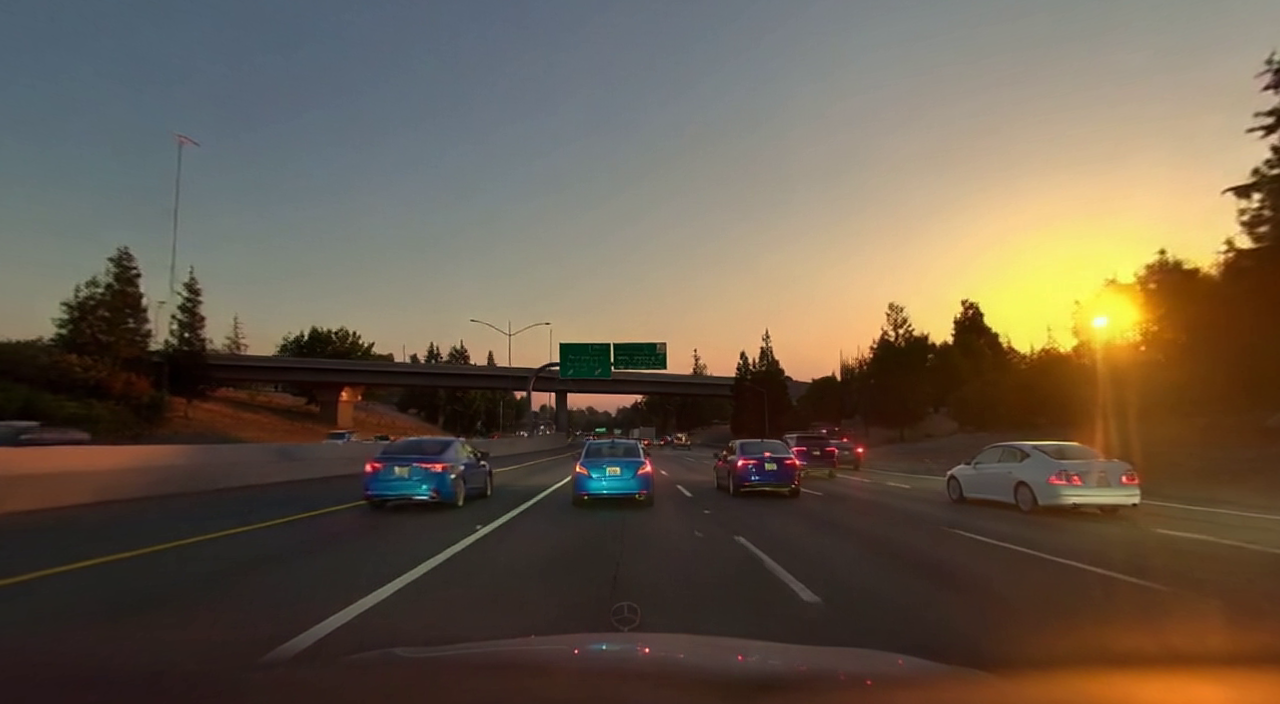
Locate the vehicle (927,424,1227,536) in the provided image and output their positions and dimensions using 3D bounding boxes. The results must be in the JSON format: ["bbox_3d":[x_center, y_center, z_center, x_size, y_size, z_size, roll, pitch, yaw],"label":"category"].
[{"bbox_3d":[7.640,2.277,11.819,2.106,1.641,4.671,1,-9,-3],"label":"vehicle"}]

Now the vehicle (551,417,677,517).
[{"bbox_3d":[-0.486,2.316,13.042,2.181,1.728,3.970,0,-9,-1],"label":"vehicle"}]

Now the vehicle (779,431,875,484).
[{"bbox_3d":[6.727,3.855,23.212,2.022,1.735,4.400,1,-9,-2],"label":"vehicle"}]

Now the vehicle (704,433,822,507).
[{"bbox_3d":[2.846,2.839,15.567,1.975,1.532,4.227,1,-9,-1],"label":"vehicle"}]

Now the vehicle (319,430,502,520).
[{"bbox_3d":[-4.555,2.524,13.502,2.071,1.537,4.912,0,-9,0],"label":"vehicle"}]
